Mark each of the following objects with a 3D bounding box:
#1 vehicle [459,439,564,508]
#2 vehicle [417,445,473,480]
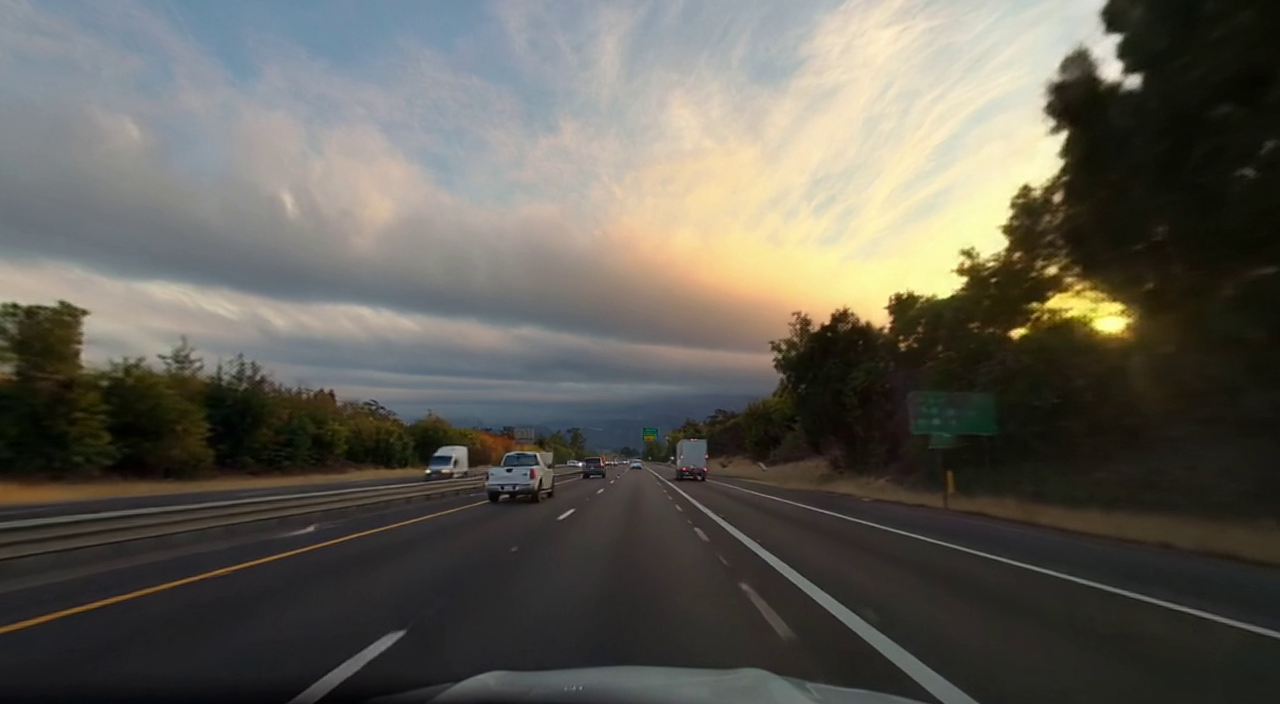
[{"bbox_3d":[-3.895,3.836,20.098,2.272,1.873,4.832,1,-10,0],"label":"vehicle"},{"bbox_3d":[-15.302,8.800,49.994,2.333,2.505,6.322,1,-10,0],"label":"vehicle"}]
